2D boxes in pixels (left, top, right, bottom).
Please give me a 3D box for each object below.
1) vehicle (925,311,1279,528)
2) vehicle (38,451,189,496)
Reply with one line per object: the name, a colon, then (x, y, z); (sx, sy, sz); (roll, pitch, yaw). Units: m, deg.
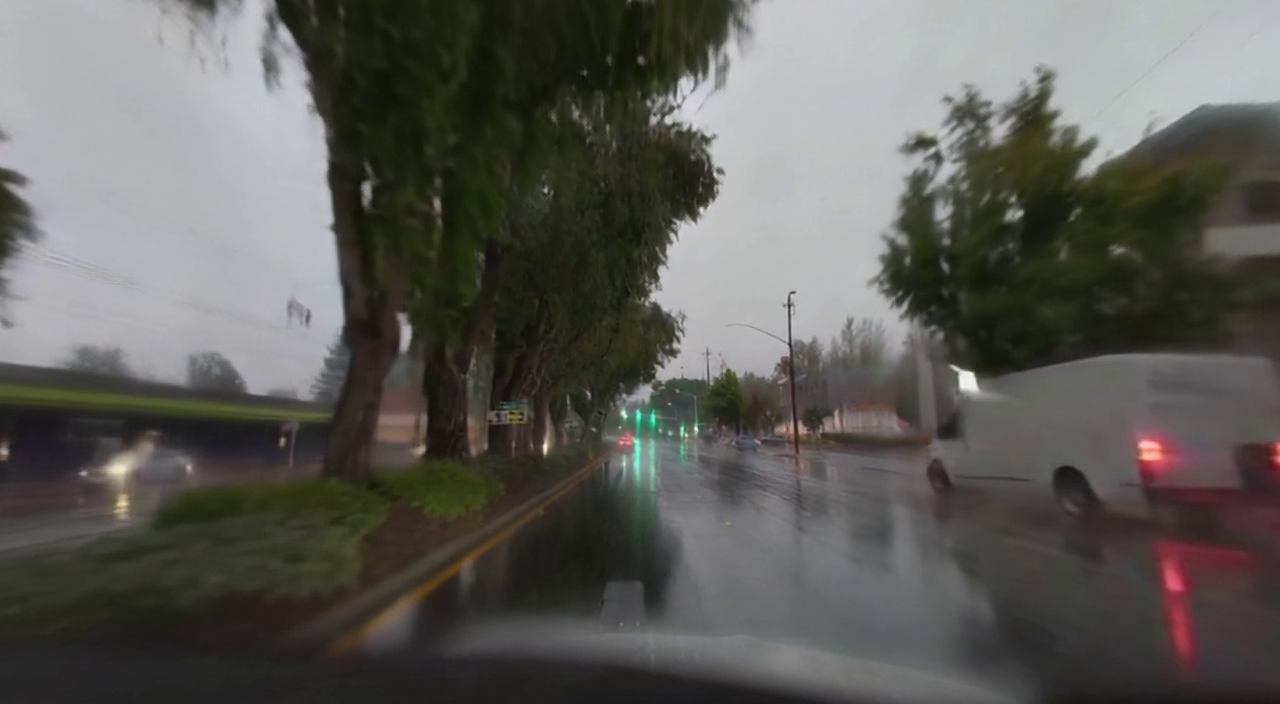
vehicle: (9.652, 1.636, 14.002); (2.684, 3.381, 8.336); (0, -9, 0)
vehicle: (-19.518, 4.493, 23.748); (1.813, 1.465, 4.454); (0, -9, 0)
